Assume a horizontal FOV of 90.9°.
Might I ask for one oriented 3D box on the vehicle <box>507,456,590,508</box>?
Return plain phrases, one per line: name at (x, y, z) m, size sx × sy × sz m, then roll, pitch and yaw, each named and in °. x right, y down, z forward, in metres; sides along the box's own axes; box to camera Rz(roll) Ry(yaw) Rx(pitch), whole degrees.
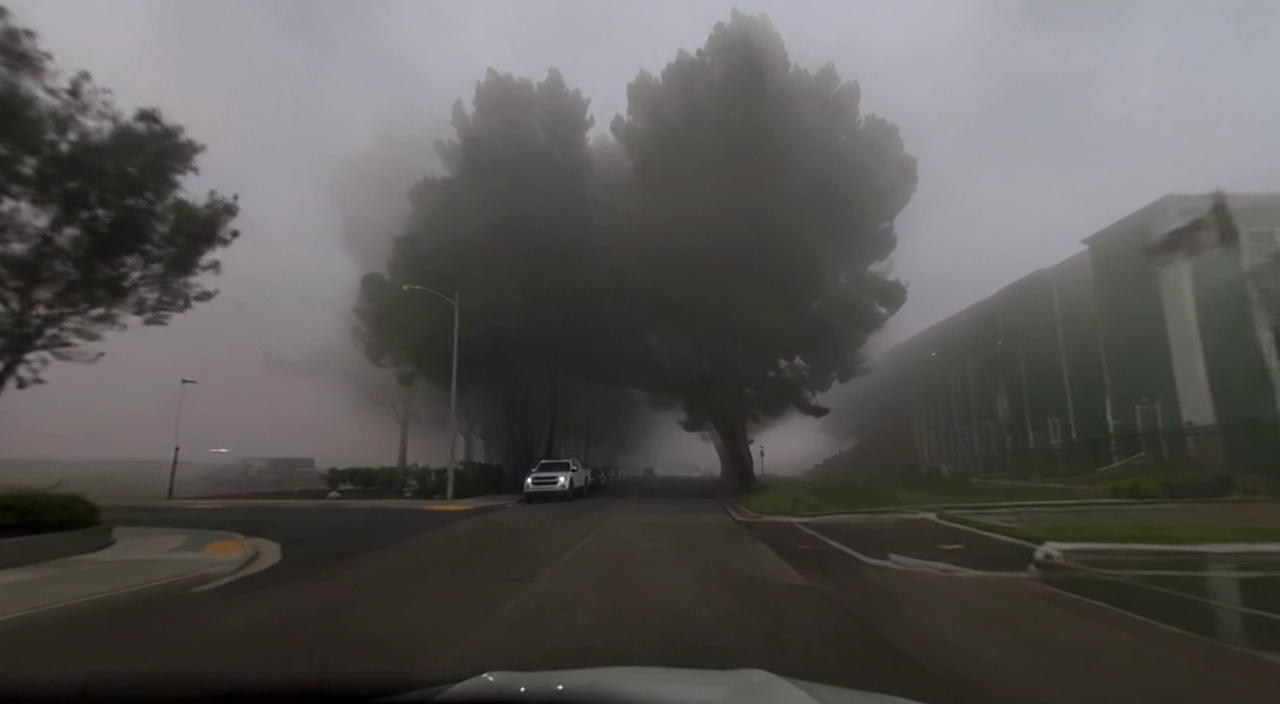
vehicle at (-3.385, 4.935, 24.322) m, size 2.022 × 1.776 × 4.625 m, roll -2°, pitch -10°, yaw 7°
